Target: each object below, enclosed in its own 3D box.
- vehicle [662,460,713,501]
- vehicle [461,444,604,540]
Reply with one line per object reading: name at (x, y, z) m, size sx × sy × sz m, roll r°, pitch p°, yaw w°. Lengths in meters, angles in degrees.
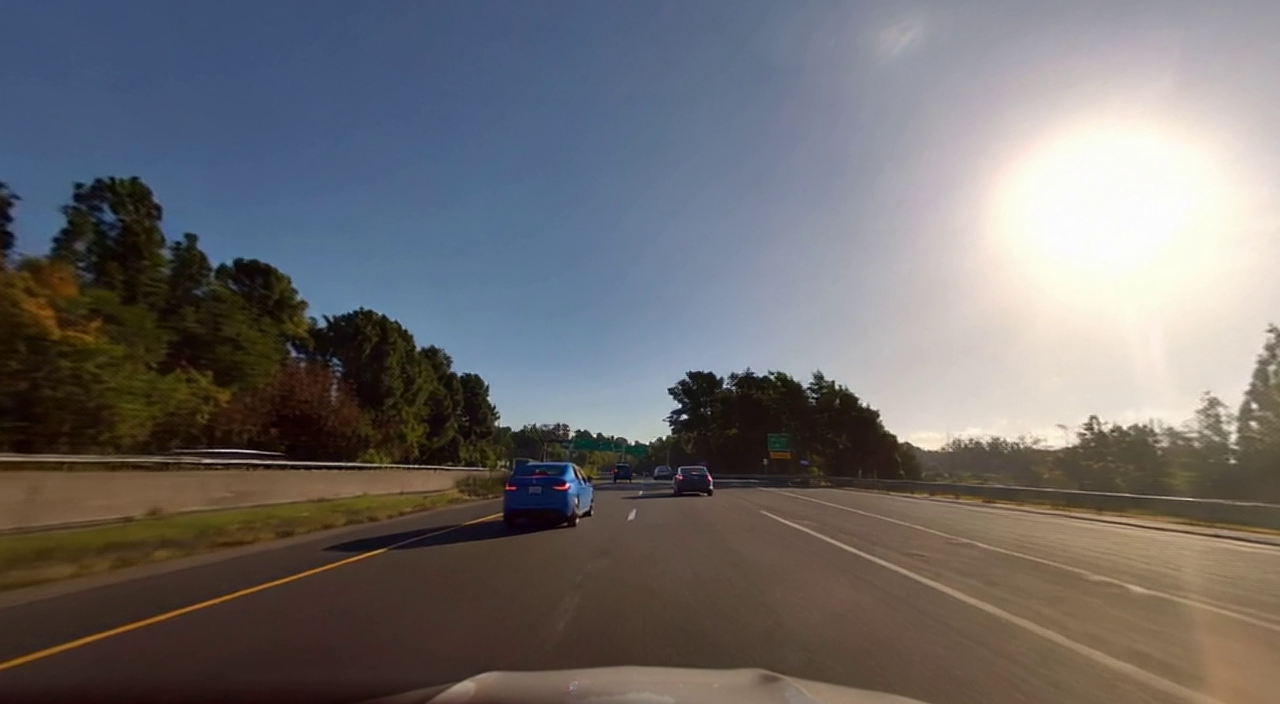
vehicle at (1.964, 5.423, 26.749) m, size 1.905 × 1.559 × 3.491 m, roll 1°, pitch -10°, yaw 0°
vehicle at (-2.077, 2.966, 13.800) m, size 2.176 × 1.678 × 4.724 m, roll 0°, pitch -10°, yaw 1°
